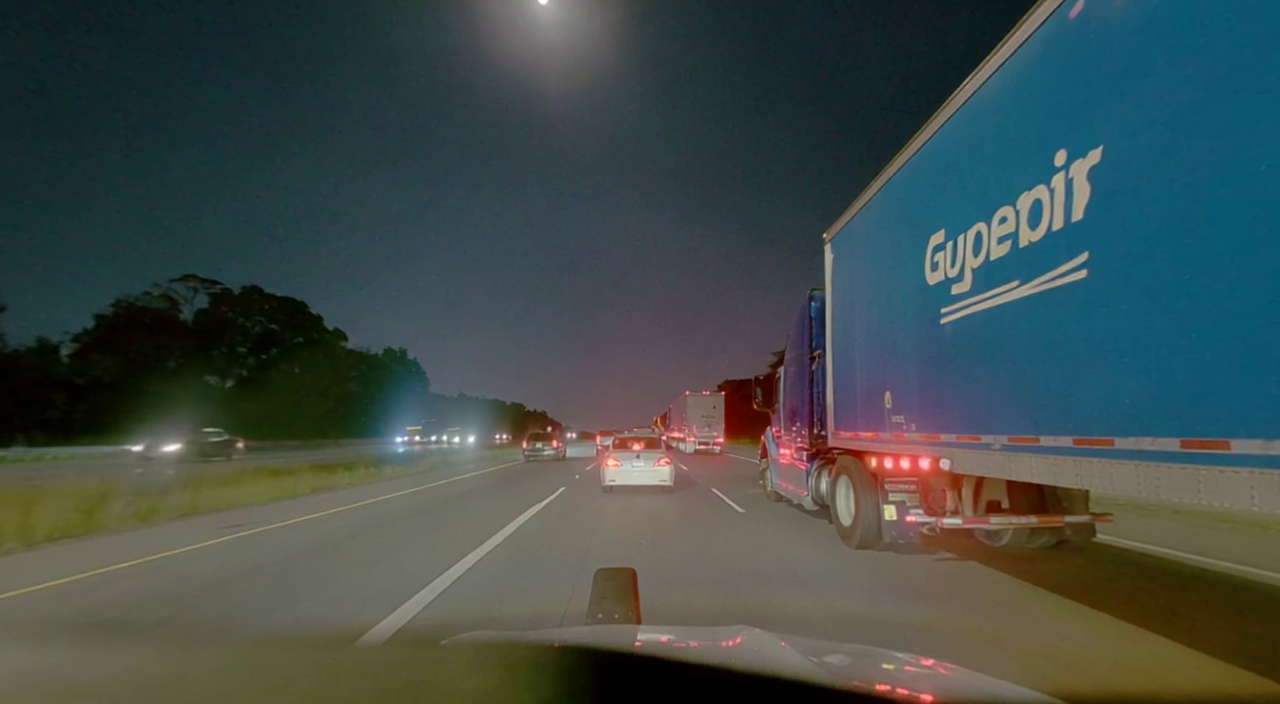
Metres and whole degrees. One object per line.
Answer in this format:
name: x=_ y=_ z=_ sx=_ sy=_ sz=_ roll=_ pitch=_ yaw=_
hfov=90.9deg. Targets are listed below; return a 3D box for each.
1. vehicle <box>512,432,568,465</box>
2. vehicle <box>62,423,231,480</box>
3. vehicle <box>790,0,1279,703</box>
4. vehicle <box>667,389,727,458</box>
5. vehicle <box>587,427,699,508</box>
vehicle: x=-4.710 y=4.601 z=30.374 sx=1.983 sy=1.434 sz=4.451 roll=0 pitch=-8 yaw=0
vehicle: x=-19.761 y=3.974 z=25.704 sx=2.338 sy=2.020 sz=5.417 roll=0 pitch=-7 yaw=2
vehicle: x=4.127 y=-0.155 z=3.920 sx=2.816 sy=4.070 sz=14.136 roll=0 pitch=-8 yaw=0
vehicle: x=3.690 y=5.174 z=44.589 sx=2.869 sy=4.067 sz=13.731 roll=0 pitch=-8 yaw=0
vehicle: x=0.010 y=2.327 z=13.195 sx=2.021 sy=1.435 sz=3.611 roll=0 pitch=-8 yaw=-2
